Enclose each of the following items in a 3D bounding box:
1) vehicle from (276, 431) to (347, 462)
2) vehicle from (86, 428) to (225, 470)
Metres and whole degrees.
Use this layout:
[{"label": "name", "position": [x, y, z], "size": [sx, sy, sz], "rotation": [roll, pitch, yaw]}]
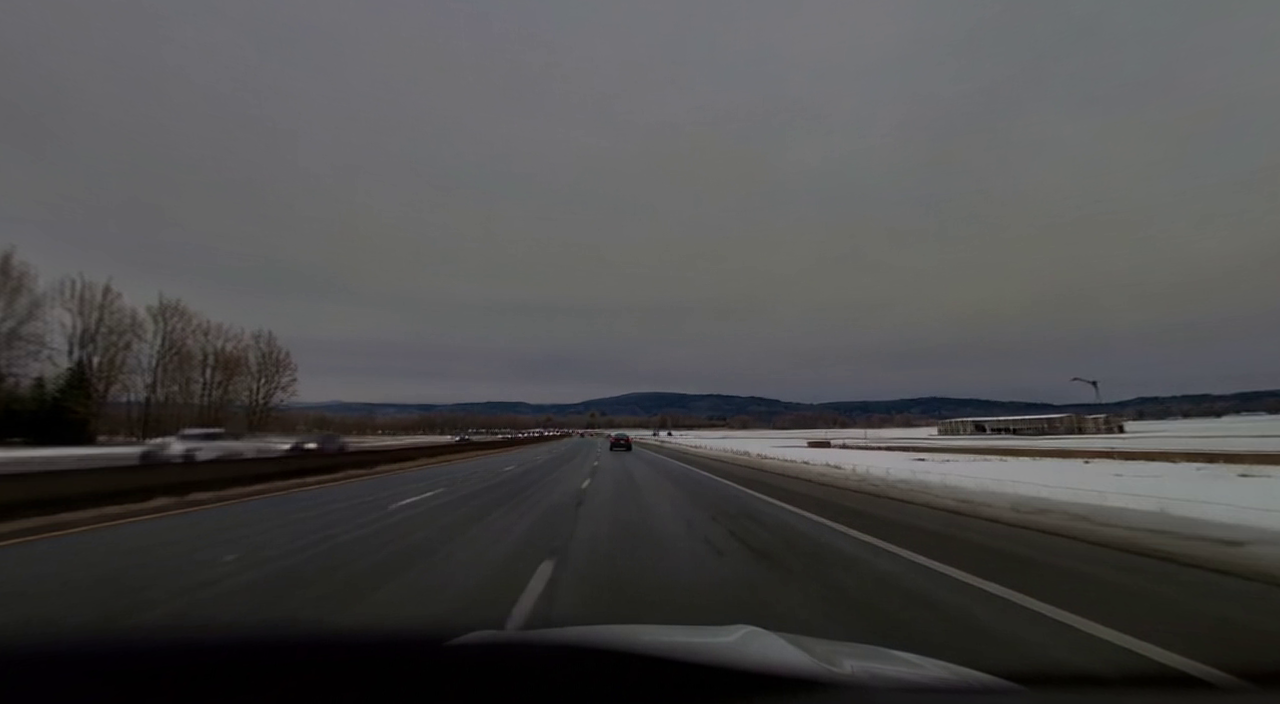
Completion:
[{"label": "vehicle", "position": [-16.406, 4.737, 31.571], "size": [1.689, 1.459, 3.650], "rotation": [0, -8, -2]}, {"label": "vehicle", "position": [-19.463, 3.922, 25.613], "size": [1.957, 1.528, 4.828], "rotation": [0, -8, -2]}]
